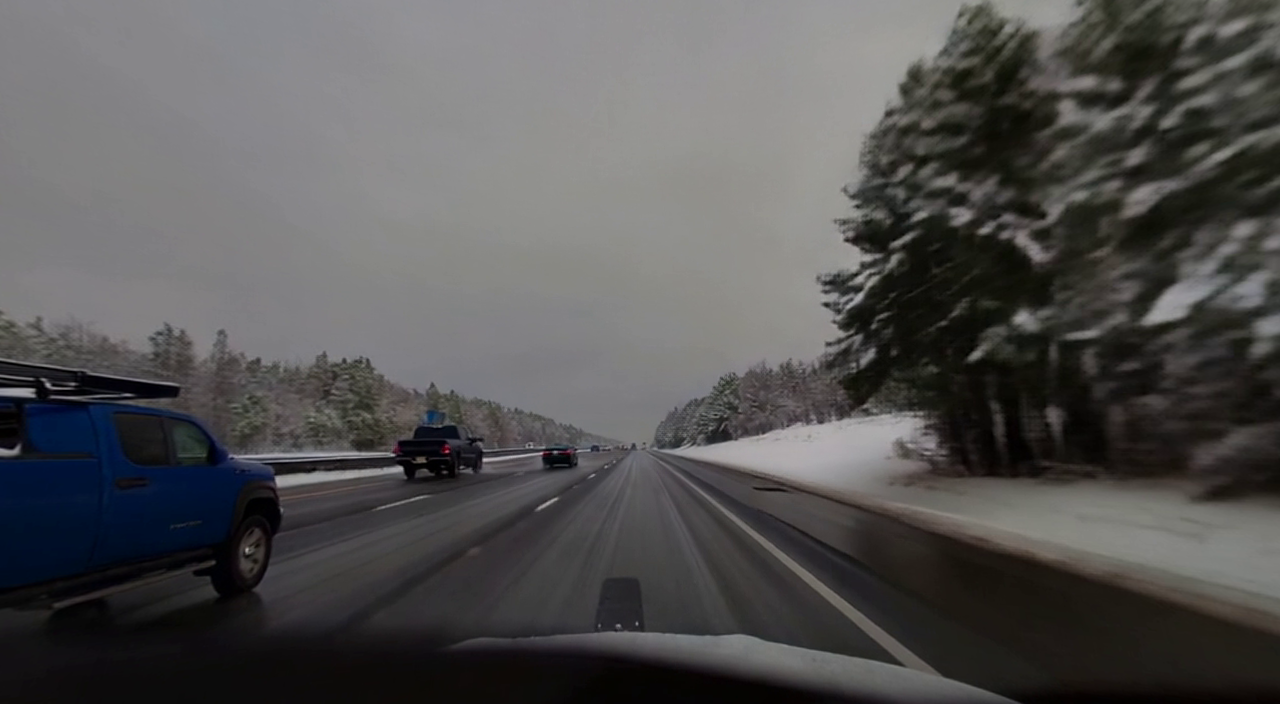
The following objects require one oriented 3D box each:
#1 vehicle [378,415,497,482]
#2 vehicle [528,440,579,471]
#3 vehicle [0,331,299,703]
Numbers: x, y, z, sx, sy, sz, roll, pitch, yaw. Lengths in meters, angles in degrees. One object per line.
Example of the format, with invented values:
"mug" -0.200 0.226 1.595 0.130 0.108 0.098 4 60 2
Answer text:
"vehicle" -7.563 3.715 24.415 2.594 2.254 6.028 0 -9 0
"vehicle" -4.391 5.356 32.696 2.012 1.509 4.359 0 -9 1
"vehicle" -4.004 0.792 2.686 2.200 1.807 5.041 0 -9 1
